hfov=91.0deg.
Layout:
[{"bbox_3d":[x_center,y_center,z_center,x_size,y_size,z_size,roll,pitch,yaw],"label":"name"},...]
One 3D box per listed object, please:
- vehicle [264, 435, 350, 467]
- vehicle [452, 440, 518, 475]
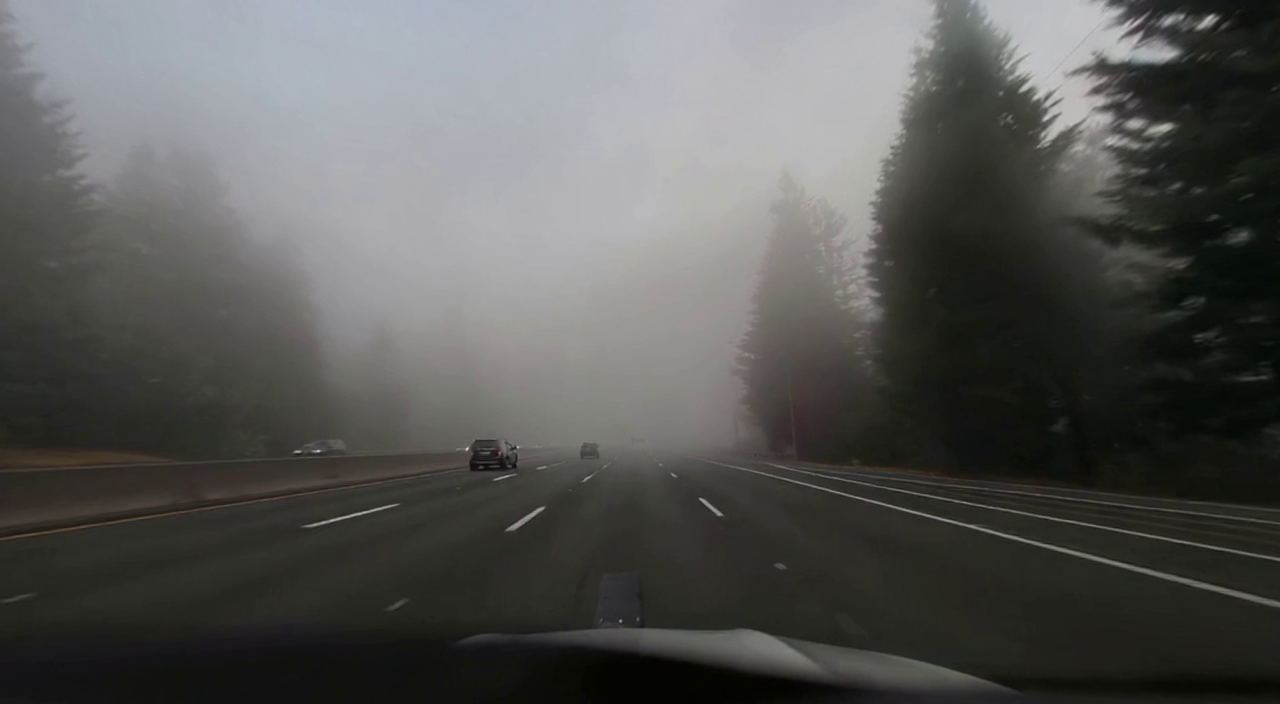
[{"bbox_3d":[-21.635,6.495,41.251,2.357,1.929,5.744,0,-9,1],"label":"vehicle"},{"bbox_3d":[-7.445,5.134,30.700,2.034,1.563,4.476,0,-9,1],"label":"vehicle"}]
